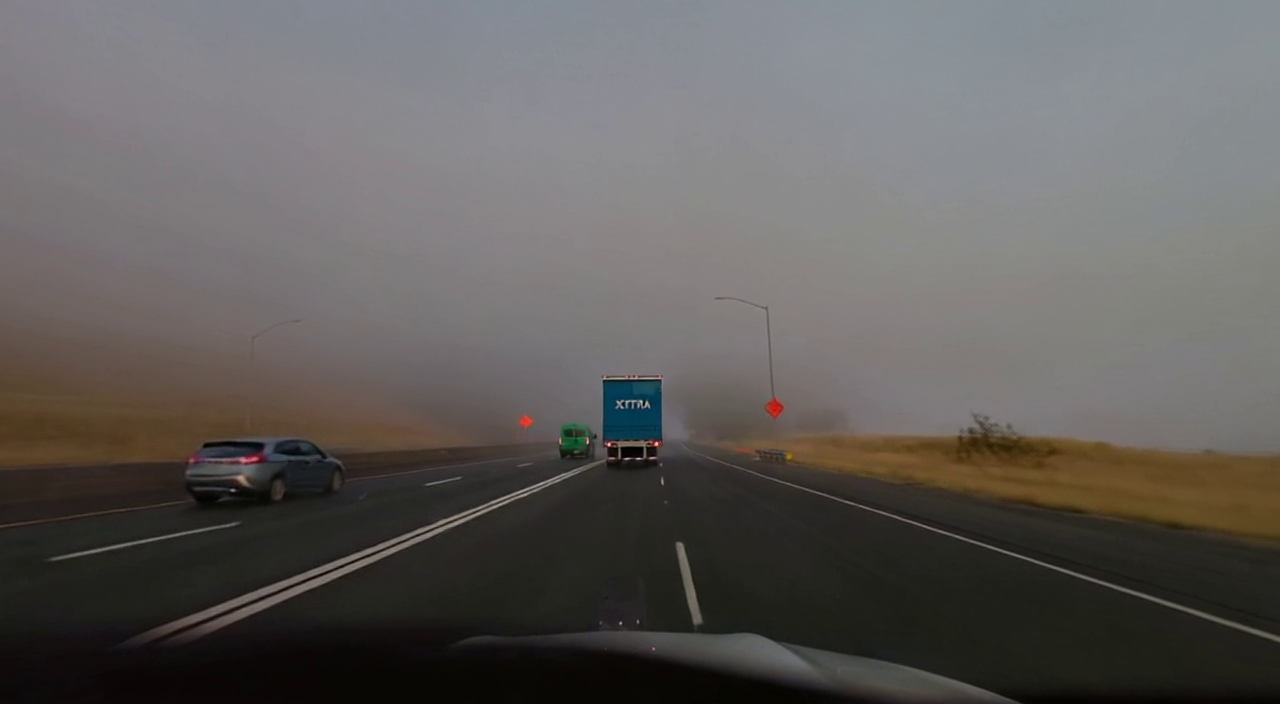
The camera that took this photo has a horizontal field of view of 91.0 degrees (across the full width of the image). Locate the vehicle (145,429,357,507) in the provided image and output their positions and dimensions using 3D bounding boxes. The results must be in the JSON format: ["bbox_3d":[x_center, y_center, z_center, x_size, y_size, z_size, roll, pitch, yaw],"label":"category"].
[{"bbox_3d":[-8.683,2.622,14.691,1.915,1.506,4.594,0,-8,2],"label":"vehicle"}]

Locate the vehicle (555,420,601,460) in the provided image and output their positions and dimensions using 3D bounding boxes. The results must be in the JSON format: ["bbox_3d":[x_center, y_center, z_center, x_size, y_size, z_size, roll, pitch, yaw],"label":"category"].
[{"bbox_3d":[-4.337,6.312,45.076,2.469,2.615,5.874,0,-8,2],"label":"vehicle"}]

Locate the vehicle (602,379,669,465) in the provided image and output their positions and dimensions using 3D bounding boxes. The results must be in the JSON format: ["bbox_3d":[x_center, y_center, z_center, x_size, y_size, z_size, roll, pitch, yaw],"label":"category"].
[{"bbox_3d":[-0.193,4.178,34.817,3.183,4.011,9.617,-1,-10,0],"label":"vehicle"}]
